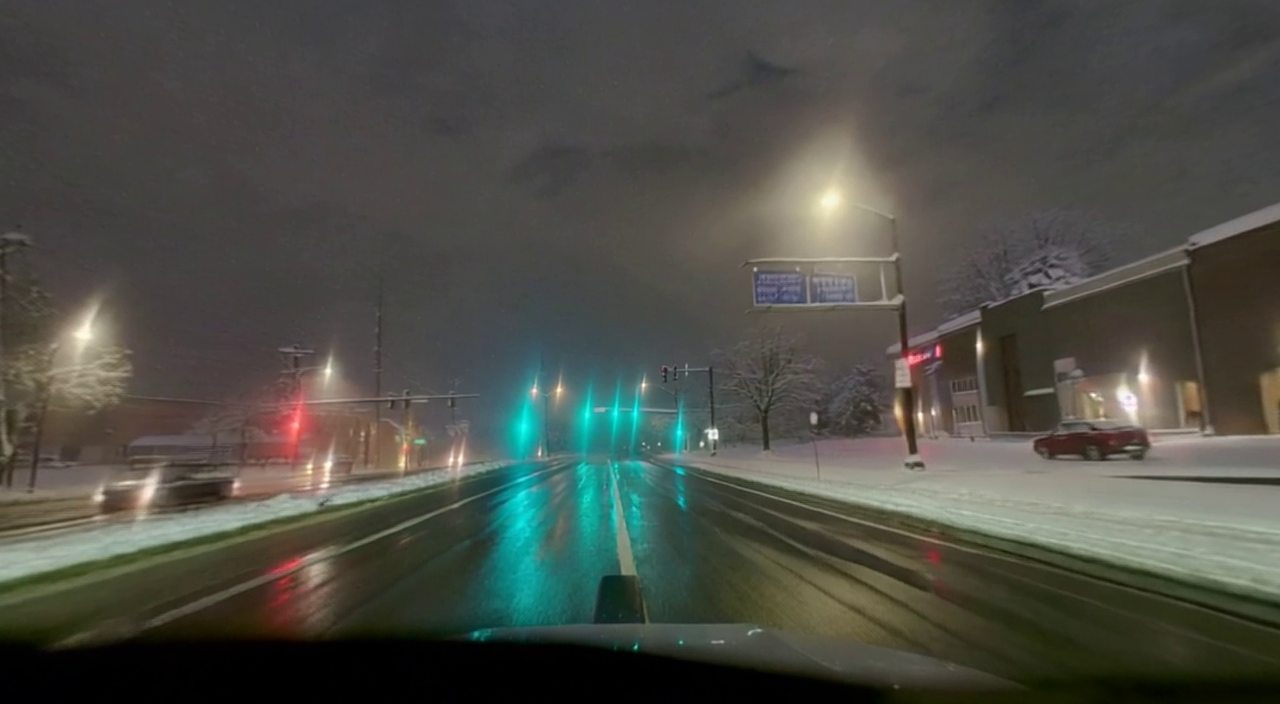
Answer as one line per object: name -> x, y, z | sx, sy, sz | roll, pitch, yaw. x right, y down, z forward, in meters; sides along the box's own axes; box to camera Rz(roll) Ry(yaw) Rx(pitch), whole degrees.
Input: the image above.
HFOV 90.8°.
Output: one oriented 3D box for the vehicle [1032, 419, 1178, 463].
vehicle -> 16.931, 3.287, 23.344 | 1.812, 1.467, 4.411 | 0, -8, -4
